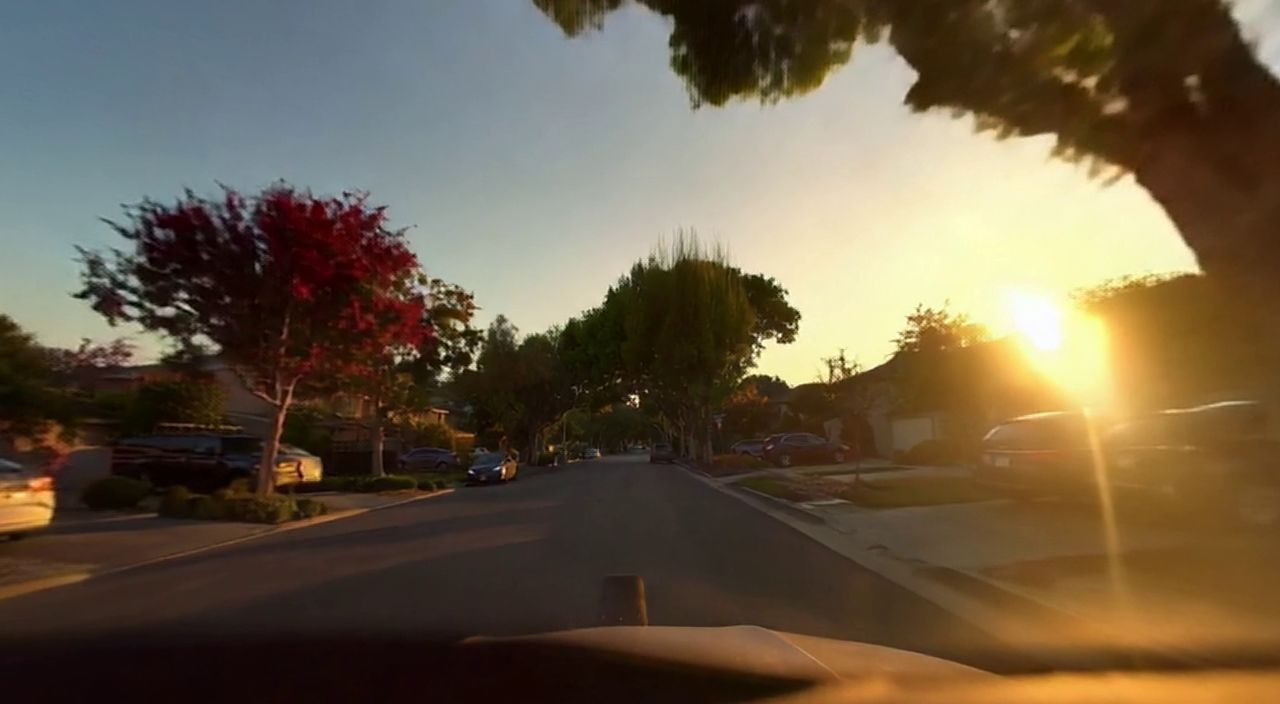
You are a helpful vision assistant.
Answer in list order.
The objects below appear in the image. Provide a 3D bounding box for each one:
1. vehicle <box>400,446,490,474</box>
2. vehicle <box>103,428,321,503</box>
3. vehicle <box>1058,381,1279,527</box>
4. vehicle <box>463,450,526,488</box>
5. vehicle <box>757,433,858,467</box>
[{"bbox_3d":[-12.122,6.749,39.513,4.972,1.623,1.884,0,-9,0],"label":"vehicle"},{"bbox_3d":[-12.331,3.281,18.484,4.753,2.028,2.079,0,-9,0],"label":"vehicle"},{"bbox_3d":[8.571,1.378,8.620,4.334,1.750,1.900,1,-8,-1],"label":"vehicle"},{"bbox_3d":[-6.257,5.051,27.523,1.878,1.496,3.535,0,-9,1],"label":"vehicle"},{"bbox_3d":[8.501,5.014,32.318,4.599,1.652,1.903,1,-9,-3],"label":"vehicle"}]
